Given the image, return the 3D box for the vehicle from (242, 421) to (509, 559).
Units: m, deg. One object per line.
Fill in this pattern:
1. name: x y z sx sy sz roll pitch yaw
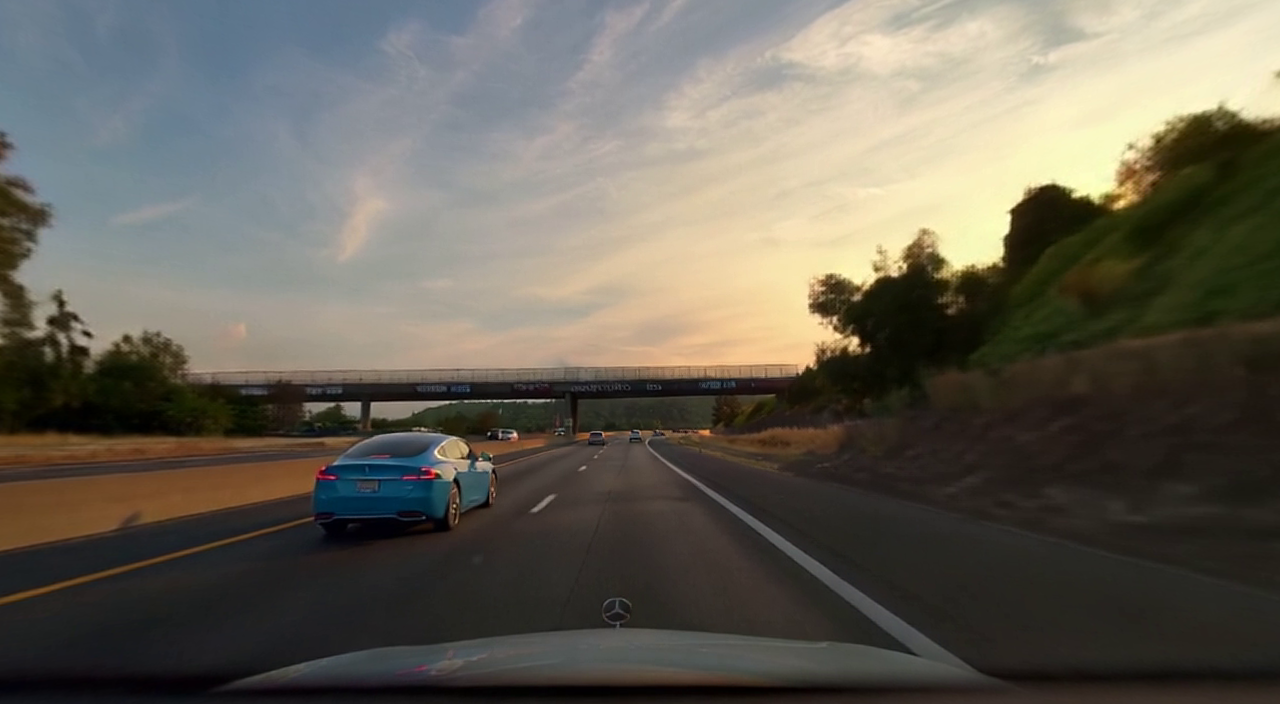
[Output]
1. vehicle: -3.505 1.899 9.552 2.108 1.555 4.574 0 -8 -1
